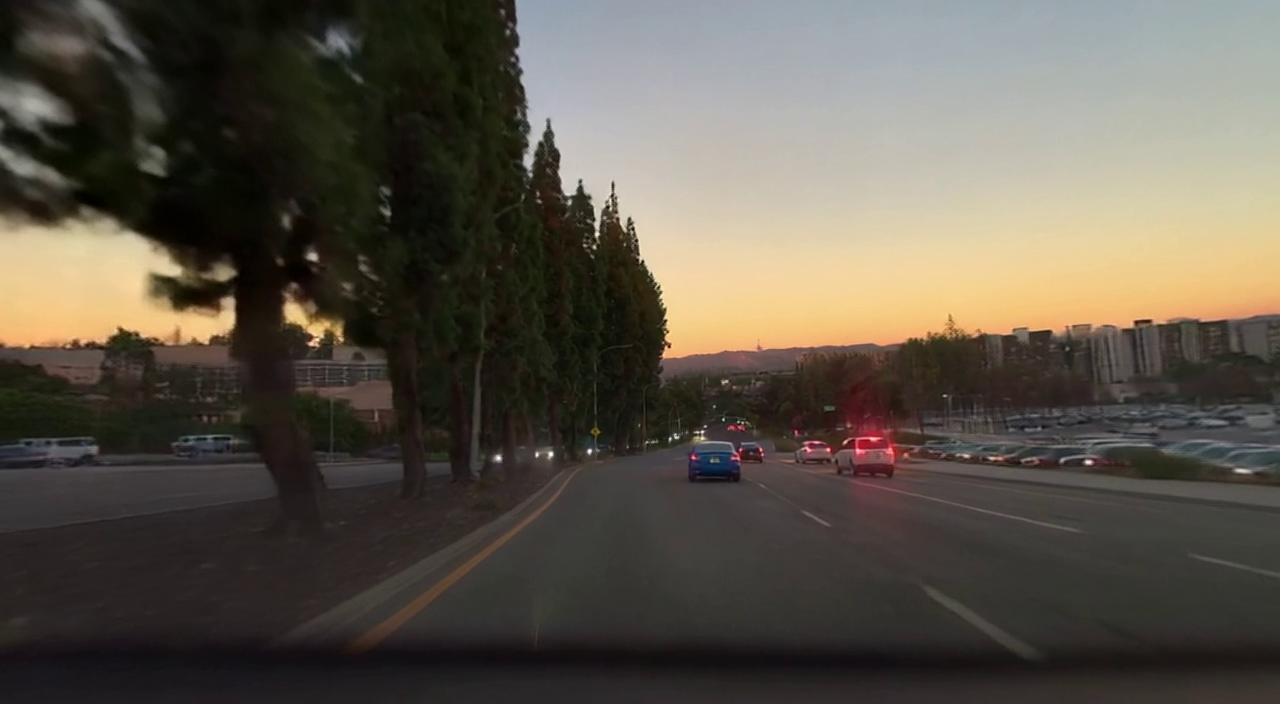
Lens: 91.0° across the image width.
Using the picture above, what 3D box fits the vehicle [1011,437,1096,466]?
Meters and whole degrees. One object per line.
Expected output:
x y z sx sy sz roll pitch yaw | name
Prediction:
27.528 6.590 41.894 4.719 1.851 1.920 2 -8 -14 | vehicle

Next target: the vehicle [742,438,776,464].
8.463 7.087 45.157 1.976 1.796 4.159 -1 -8 5 | vehicle

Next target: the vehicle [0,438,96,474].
-36.759 6.413 39.189 2.208 2.008 5.391 2 -9 -17 | vehicle

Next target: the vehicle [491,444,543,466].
-8.115 6.823 41.826 2.089 1.400 4.467 -1 -8 7 | vehicle

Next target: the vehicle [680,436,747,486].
2.531 3.867 22.708 2.145 1.603 4.369 -1 -8 3 | vehicle

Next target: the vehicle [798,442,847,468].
10.881 6.161 37.815 1.928 1.488 4.361 -1 -8 4 | vehicle
